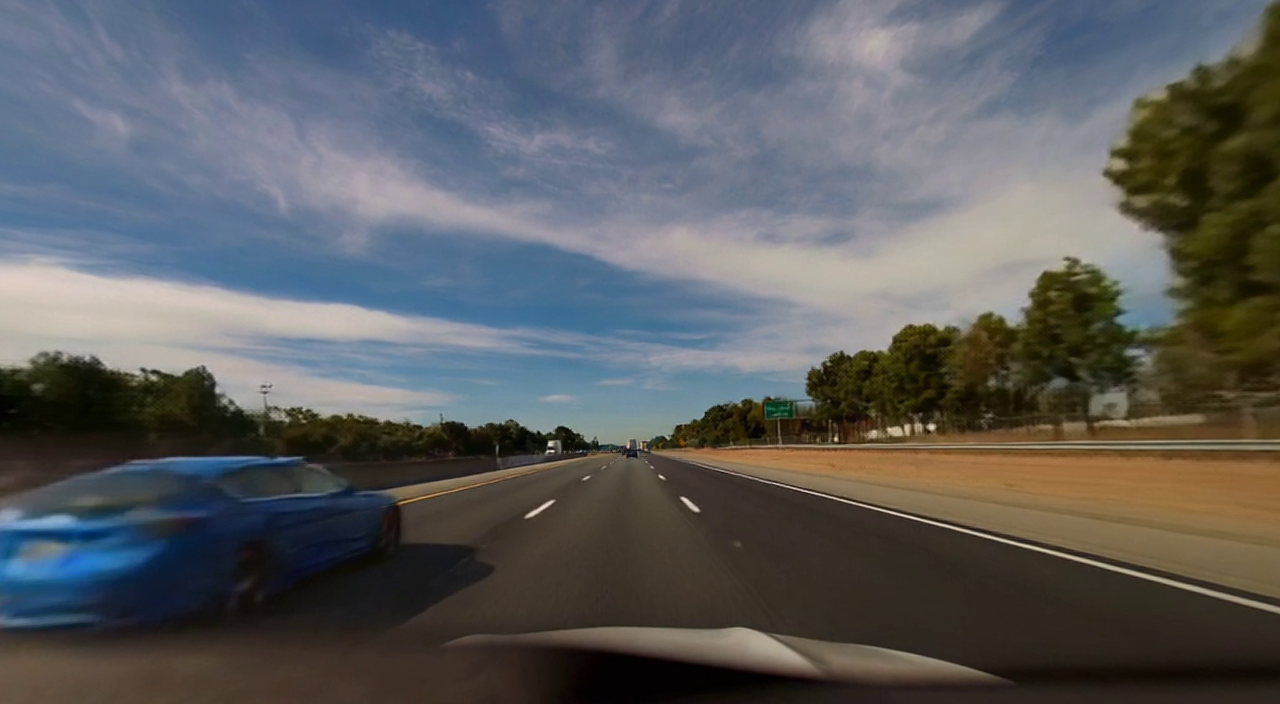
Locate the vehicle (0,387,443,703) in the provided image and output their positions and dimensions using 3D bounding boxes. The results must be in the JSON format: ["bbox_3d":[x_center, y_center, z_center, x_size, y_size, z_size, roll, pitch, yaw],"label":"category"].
[{"bbox_3d":[-3.312,1.278,4.876,2.069,1.573,4.589,0,-9,0],"label":"vehicle"}]
